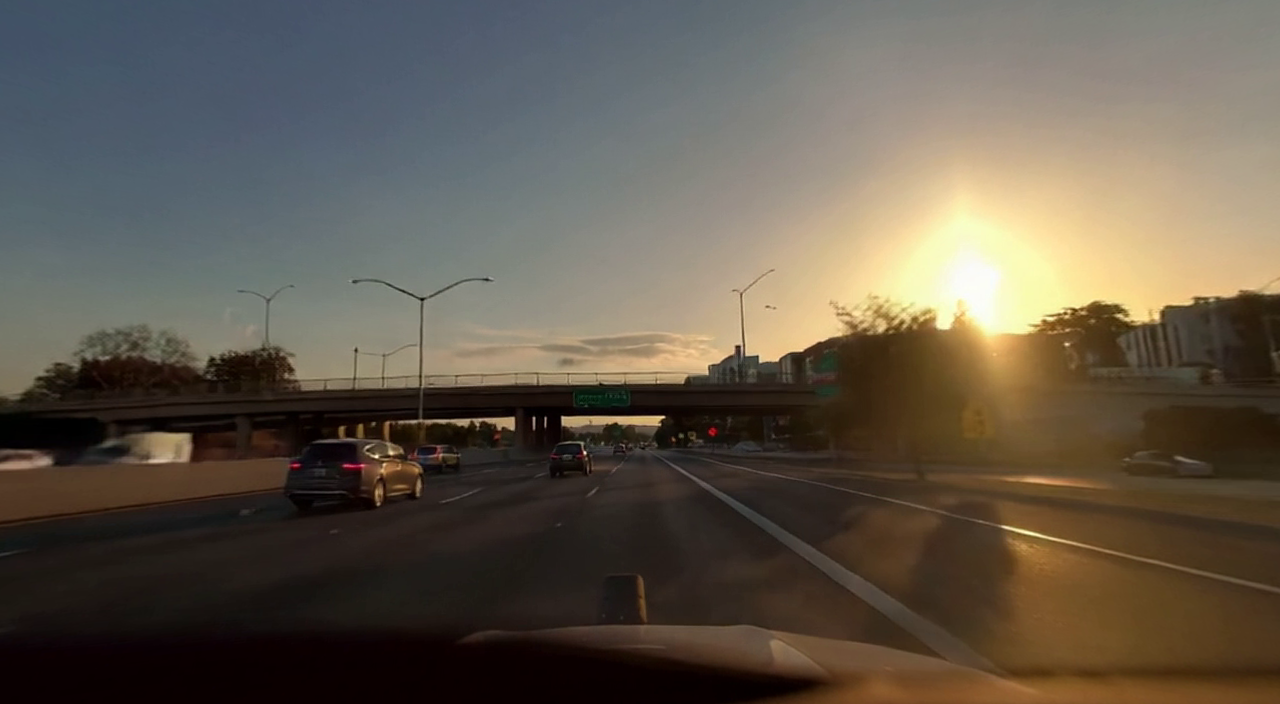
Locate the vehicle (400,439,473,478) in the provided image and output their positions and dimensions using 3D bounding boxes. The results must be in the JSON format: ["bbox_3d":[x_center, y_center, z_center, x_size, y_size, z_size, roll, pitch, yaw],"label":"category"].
[{"bbox_3d":[-9.897,5.193,31.119,1.969,1.759,4.758,0,-8,0],"label":"vehicle"}]

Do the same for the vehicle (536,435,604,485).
[{"bbox_3d":[-2.530,4.009,23.821,2.027,1.697,4.307,0,-8,1],"label":"vehicle"}]

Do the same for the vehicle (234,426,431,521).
[{"bbox_3d":[-6.630,2.654,14.411,2.015,1.762,4.790,0,-8,1],"label":"vehicle"}]
